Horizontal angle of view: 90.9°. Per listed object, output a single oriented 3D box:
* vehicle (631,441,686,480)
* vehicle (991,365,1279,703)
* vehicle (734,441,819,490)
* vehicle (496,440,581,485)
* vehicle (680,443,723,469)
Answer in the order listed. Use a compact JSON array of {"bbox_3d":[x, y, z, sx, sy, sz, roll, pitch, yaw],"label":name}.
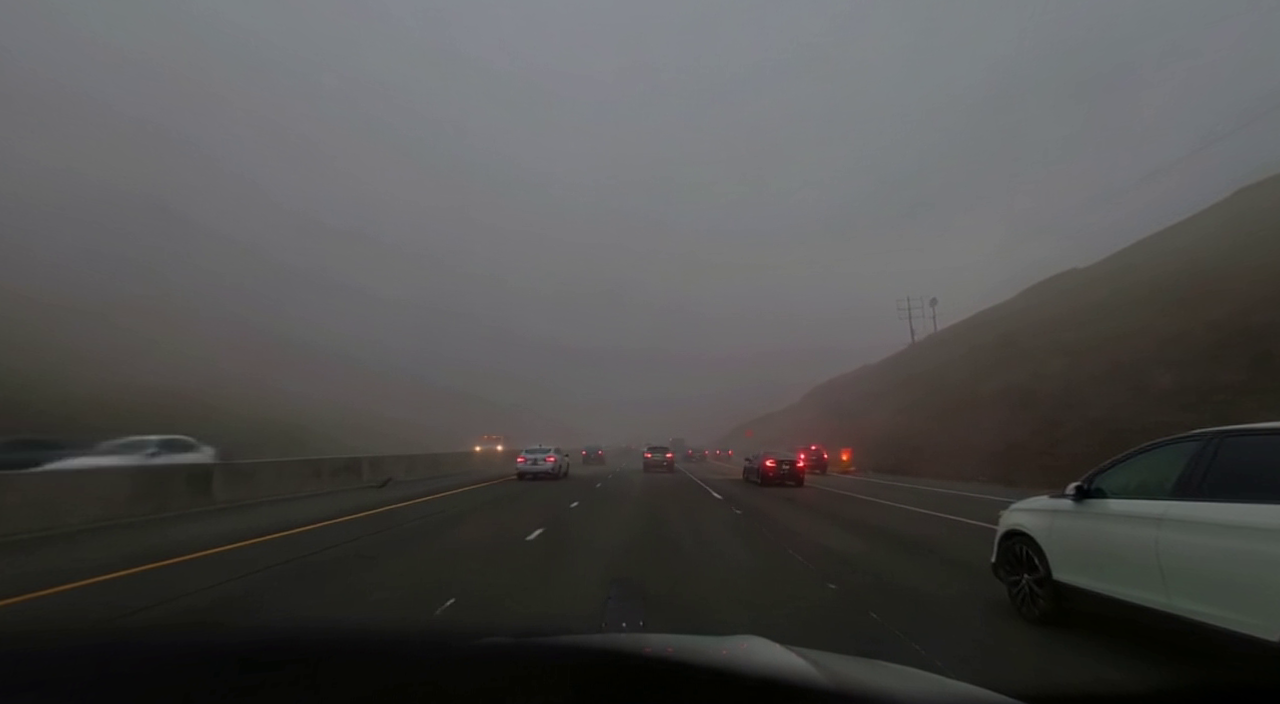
[{"bbox_3d":[0.738,4.568,26.905,2.138,1.473,4.392,0,-8,0],"label":"vehicle"},{"bbox_3d":[3.857,0.885,2.734,2.018,1.670,4.658,0,-8,1],"label":"vehicle"},{"bbox_3d":[4.544,3.822,21.589,1.867,1.465,4.093,0,-8,-2],"label":"vehicle"},{"bbox_3d":[-3.521,3.927,22.740,2.232,1.438,4.163,-1,-8,2],"label":"vehicle"},{"bbox_3d":[3.693,6.329,38.469,2.177,1.453,4.205,0,-8,0],"label":"vehicle"}]
